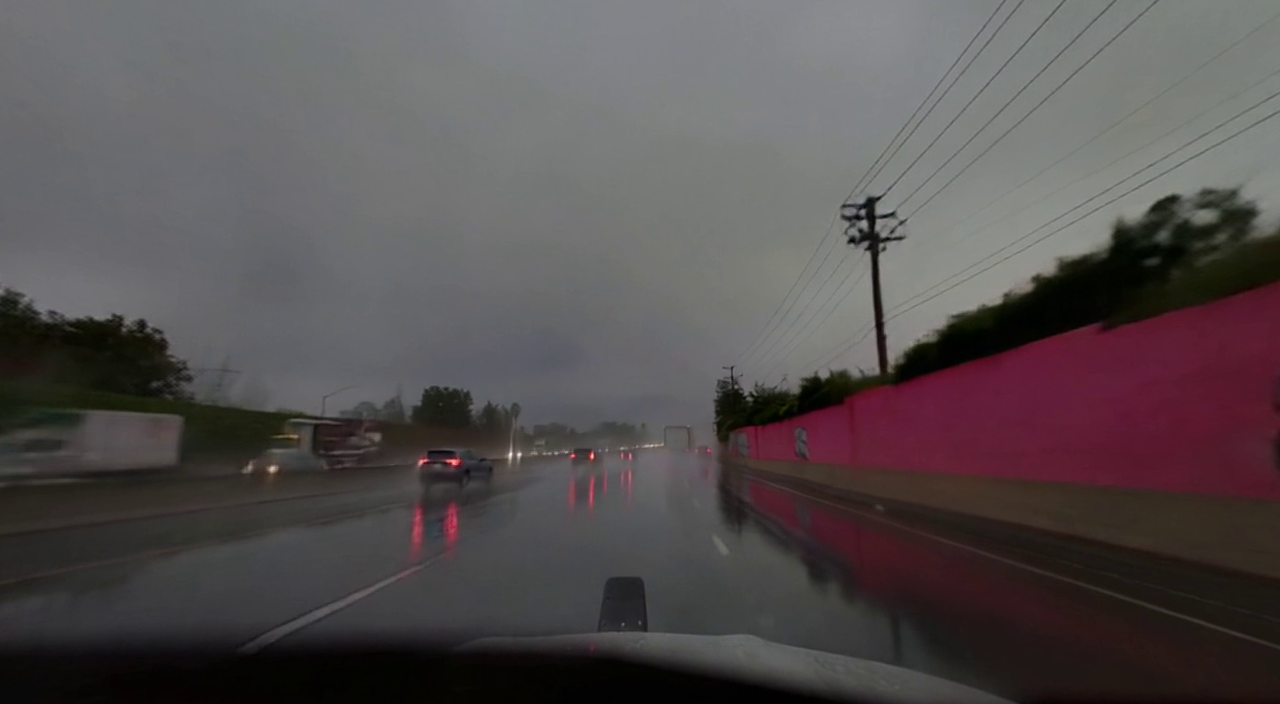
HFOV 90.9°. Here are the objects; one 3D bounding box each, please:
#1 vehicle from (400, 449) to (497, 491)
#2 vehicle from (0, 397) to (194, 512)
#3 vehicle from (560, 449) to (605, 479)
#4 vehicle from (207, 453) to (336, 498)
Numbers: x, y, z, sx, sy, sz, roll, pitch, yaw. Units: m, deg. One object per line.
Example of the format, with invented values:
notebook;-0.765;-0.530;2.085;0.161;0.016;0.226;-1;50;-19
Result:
vehicle;-7.405;4.611;25.008;2.142;1.503;4.767;-1;-9;3
vehicle;-19.634;3.511;21.812;2.897;3.310;6.960;-1;-9;3
vehicle;-3.135;6.190;35.030;1.966;1.565;3.766;-1;-9;3
vehicle;-15.223;5.095;26.477;2.109;1.677;5.175;-1;-9;3
